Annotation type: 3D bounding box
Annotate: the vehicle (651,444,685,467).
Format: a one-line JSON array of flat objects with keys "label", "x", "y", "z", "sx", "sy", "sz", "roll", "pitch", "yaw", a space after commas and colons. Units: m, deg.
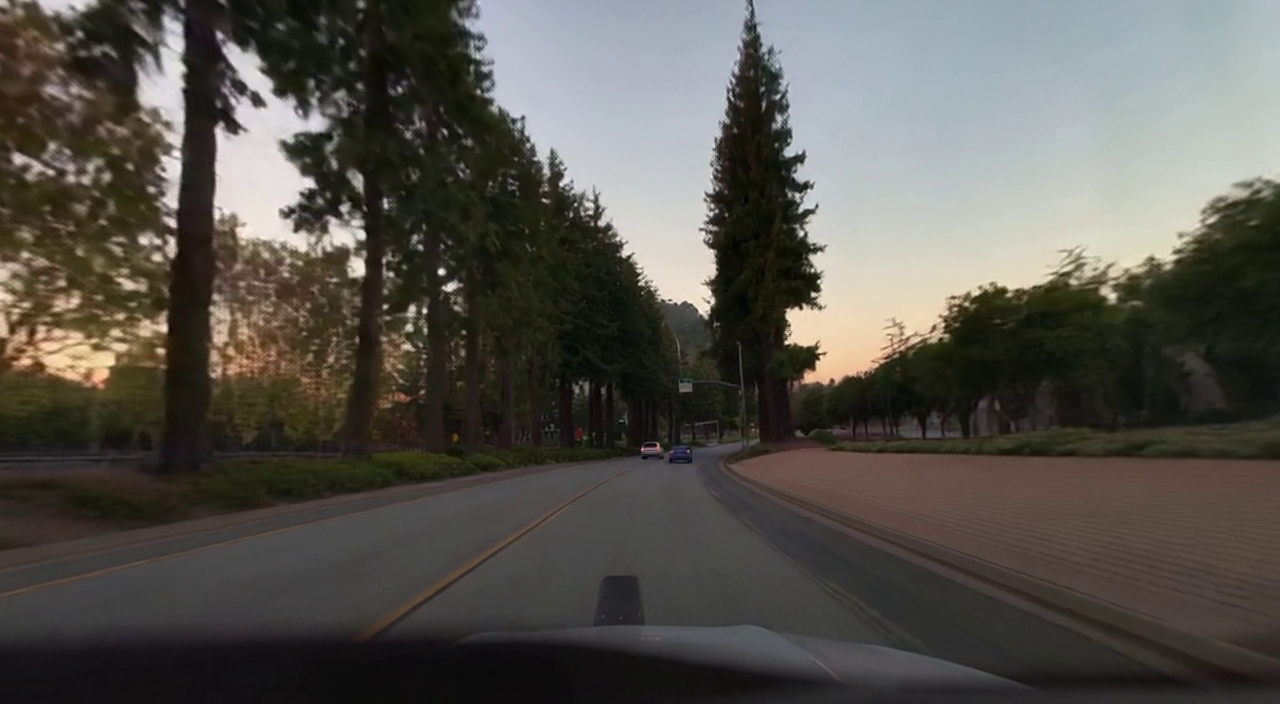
[{"label": "vehicle", "x": 1.928, "y": 6.898, "z": 42.336, "sx": 2.071, "sy": 1.474, "sz": 4.047, "roll": -1, "pitch": -8, "yaw": 5}]
